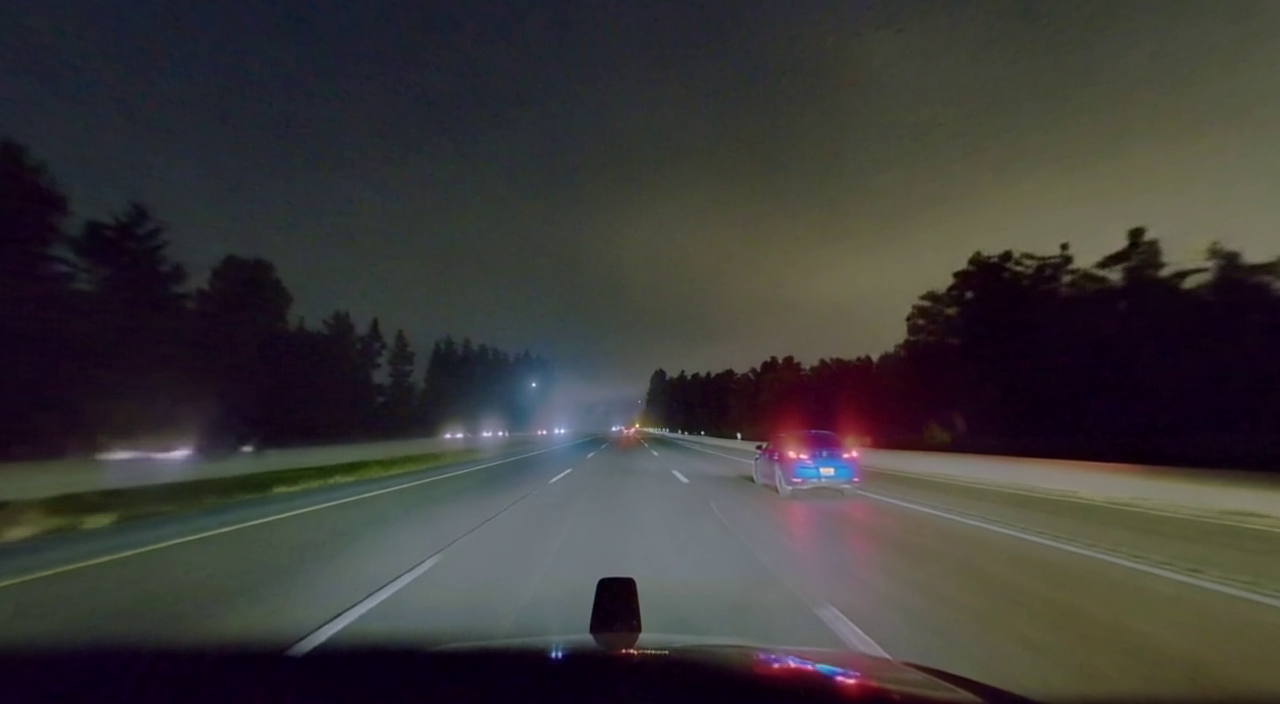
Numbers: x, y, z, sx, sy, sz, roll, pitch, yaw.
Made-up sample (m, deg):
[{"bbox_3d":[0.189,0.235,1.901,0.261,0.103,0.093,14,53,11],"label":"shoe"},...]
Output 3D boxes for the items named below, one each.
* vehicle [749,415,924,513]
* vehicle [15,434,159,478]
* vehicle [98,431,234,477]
[{"bbox_3d":[3.520,2.067,12.139,1.973,1.563,3.959,0,-8,-2],"label":"vehicle"},{"bbox_3d":[-20.787,3.891,23.880,1.820,1.539,3.955,0,-8,0],"label":"vehicle"},{"bbox_3d":[-16.725,3.596,22.463,1.831,1.484,3.894,0,-8,-1],"label":"vehicle"}]
